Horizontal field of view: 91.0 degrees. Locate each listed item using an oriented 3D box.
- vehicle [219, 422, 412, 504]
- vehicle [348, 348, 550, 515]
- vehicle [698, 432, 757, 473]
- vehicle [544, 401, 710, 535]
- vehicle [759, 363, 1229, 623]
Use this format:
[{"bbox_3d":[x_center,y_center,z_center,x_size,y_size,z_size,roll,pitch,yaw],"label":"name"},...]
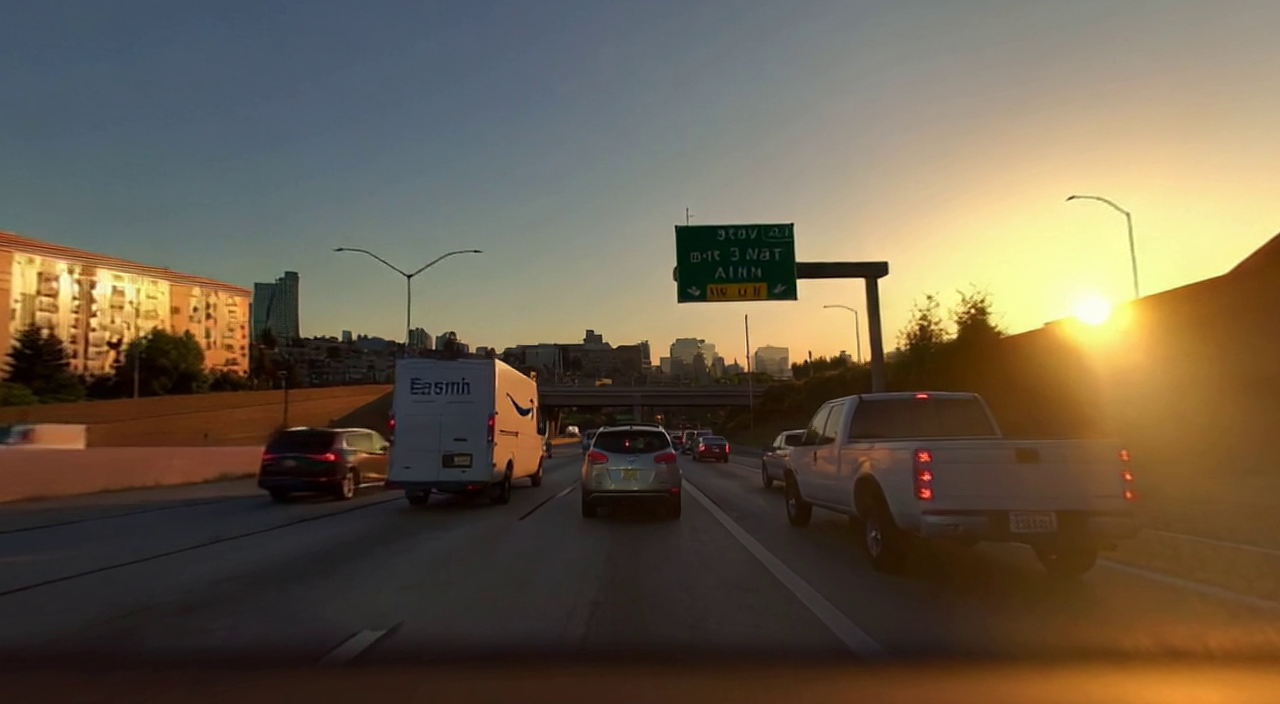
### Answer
[{"bbox_3d":[-7.237,2.525,14.752,2.031,1.583,4.646,0,-8,0],"label":"vehicle"},{"bbox_3d":[-3.724,1.831,14.122,2.415,2.821,6.636,0,-8,0],"label":"vehicle"},{"bbox_3d":[3.920,4.603,28.957,2.064,1.720,4.416,0,-8,0],"label":"vehicle"},{"bbox_3d":[-0.167,1.929,10.954,2.287,1.823,4.369,0,-8,0],"label":"vehicle"},{"bbox_3d":[3.086,1.411,7.254,2.341,1.890,5.144,1,-8,-1],"label":"vehicle"}]
